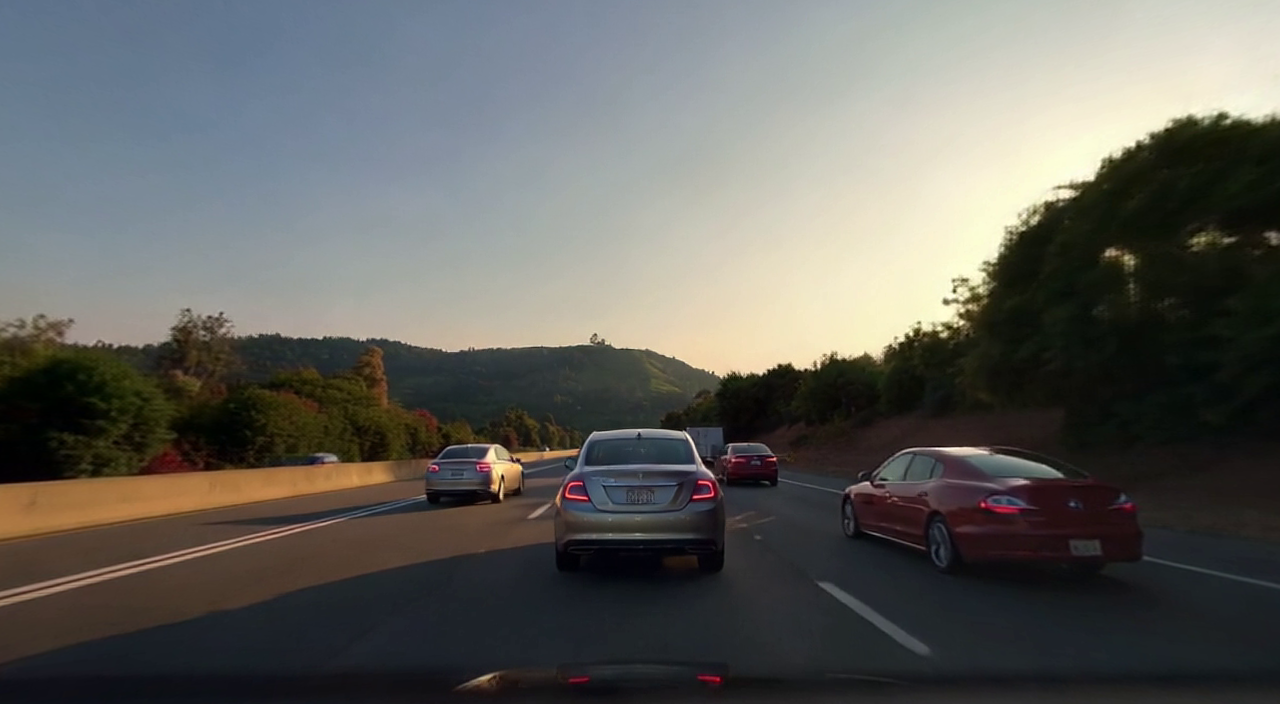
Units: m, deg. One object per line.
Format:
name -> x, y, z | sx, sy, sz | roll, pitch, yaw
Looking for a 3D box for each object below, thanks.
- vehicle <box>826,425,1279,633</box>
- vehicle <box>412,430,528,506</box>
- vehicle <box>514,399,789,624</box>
vehicle -> 3.682, 1.592, 6.728 | 1.953, 1.434, 4.511 | 0, -9, -1
vehicle -> -4.252, 2.969, 16.450 | 1.890, 1.708, 3.844 | 0, -9, 0
vehicle -> 0.028, 1.508, 6.792 | 2.093, 1.695, 3.782 | 0, -9, -2
